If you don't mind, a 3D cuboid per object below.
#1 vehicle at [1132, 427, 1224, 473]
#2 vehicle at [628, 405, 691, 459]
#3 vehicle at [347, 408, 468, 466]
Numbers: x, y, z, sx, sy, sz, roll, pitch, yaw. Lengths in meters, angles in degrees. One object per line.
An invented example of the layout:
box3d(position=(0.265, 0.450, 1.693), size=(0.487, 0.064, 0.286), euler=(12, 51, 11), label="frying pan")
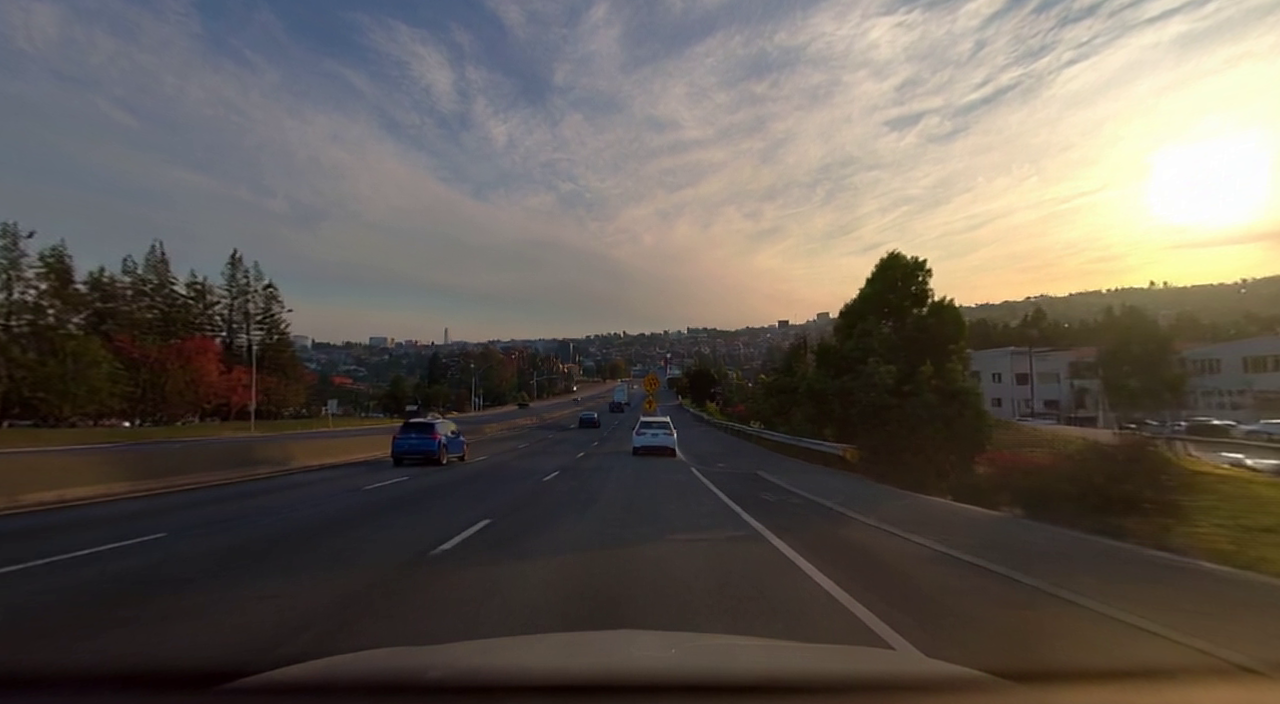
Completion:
box3d(position=(22.973, 4.191, 27.167), size=(2.057, 1.548, 4.150), euler=(4, -6, 27), label="vehicle")
box3d(position=(0.688, 3.064, 23.836), size=(2.125, 1.830, 4.370), euler=(0, -8, 1), label="vehicle")
box3d(position=(-7.440, 2.838, 20.872), size=(1.997, 1.650, 5.090), euler=(0, -8, 1), label="vehicle")
